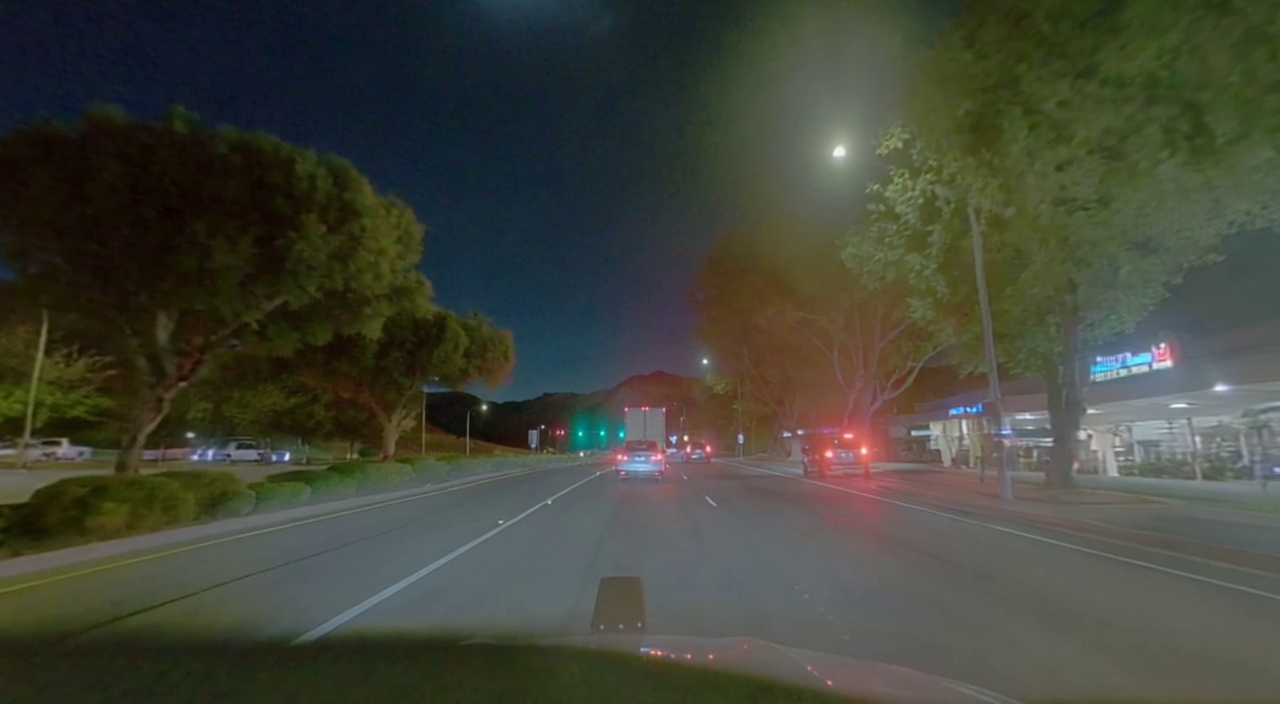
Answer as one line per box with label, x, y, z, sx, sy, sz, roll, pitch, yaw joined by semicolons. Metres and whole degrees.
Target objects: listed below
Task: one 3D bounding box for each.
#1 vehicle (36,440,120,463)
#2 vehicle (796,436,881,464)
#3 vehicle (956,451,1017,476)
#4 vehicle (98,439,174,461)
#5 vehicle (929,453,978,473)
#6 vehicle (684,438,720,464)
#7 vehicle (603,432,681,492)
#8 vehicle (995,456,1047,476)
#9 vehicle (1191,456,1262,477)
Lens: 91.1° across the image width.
vehicle;-36.650;6.485;41.026;3.640;1.447;1.788;4;-9;-26
vehicle;12.903;6.419;41.113;4.887;1.734;2.014;0;-8;2
vehicle;27.324;8.788;49.713;2.108;1.735;4.476;1;-8;-2
vehicle;-35.665;6.958;44.545;3.714;1.510;1.917;4;-9;-23
vehicle;24.733;8.734;49.577;1.751;1.439;3.847;0;-8;-2
vehicle;4.288;6.904;43.946;2.088;1.655;4.360;0;-8;0
vehicle;0.060;3.362;19.555;2.193;1.651;3.946;0;-8;0
vehicle;30.215;9.049;49.938;1.745;1.464;3.716;0;-8;-1
vehicle;46.631;9.102;49.982;1.891;1.495;4.028;-1;-8;4
